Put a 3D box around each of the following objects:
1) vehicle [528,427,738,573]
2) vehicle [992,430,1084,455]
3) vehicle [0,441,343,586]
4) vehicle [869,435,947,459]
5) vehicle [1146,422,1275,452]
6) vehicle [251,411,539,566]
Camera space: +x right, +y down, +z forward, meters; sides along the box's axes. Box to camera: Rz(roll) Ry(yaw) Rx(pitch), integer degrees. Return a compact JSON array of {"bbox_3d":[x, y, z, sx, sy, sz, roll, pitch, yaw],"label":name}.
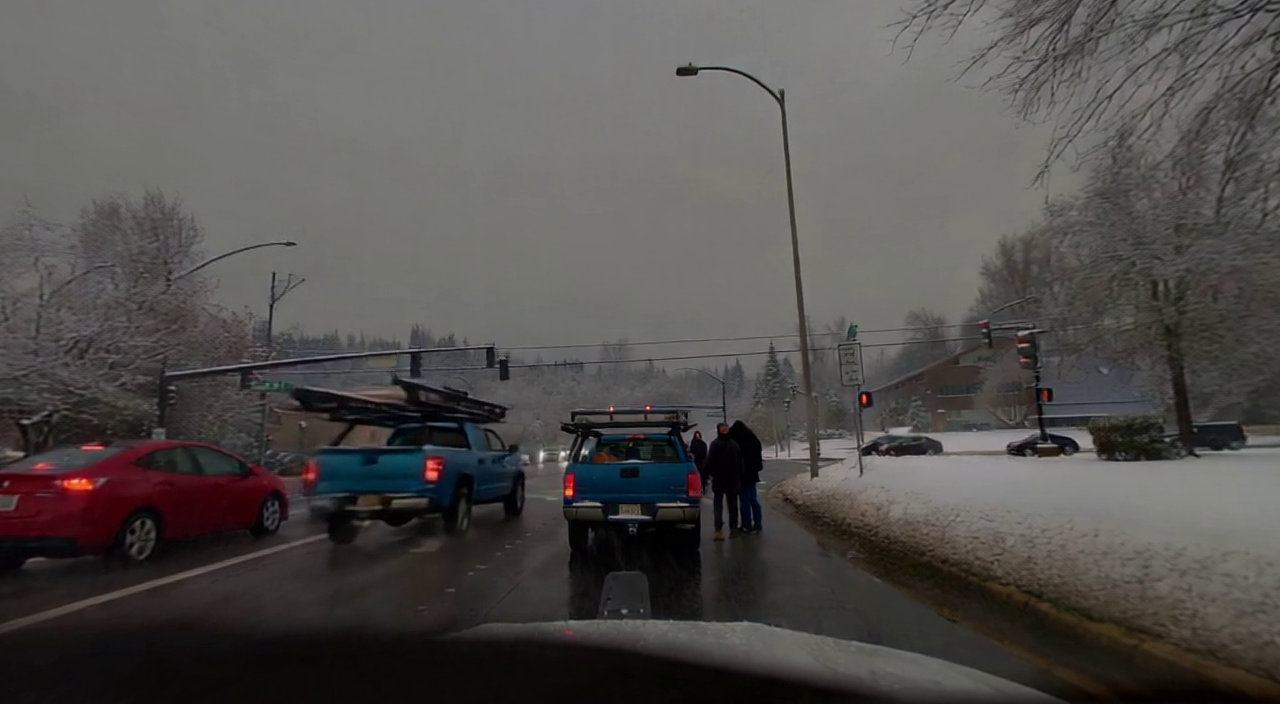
[{"bbox_3d":[-0.056,1.862,8.681,2.182,1.501,4.150,0,-9,1],"label":"vehicle"},{"bbox_3d":[23.815,5.442,37.748,4.454,1.440,1.816,-5,-10,30],"label":"vehicle"},{"bbox_3d":[-6.343,2.057,8.938,1.948,1.530,4.283,0,-9,3],"label":"vehicle"},{"bbox_3d":[17.522,6.213,41.125,4.441,1.452,1.798,-5,-10,30],"label":"vehicle"},{"bbox_3d":[30.536,4.609,33.793,4.739,1.472,1.804,-5,-10,30],"label":"vehicle"},{"bbox_3d":[-3.307,1.991,10.041,2.273,1.788,5.258,0,-9,2],"label":"vehicle"}]
